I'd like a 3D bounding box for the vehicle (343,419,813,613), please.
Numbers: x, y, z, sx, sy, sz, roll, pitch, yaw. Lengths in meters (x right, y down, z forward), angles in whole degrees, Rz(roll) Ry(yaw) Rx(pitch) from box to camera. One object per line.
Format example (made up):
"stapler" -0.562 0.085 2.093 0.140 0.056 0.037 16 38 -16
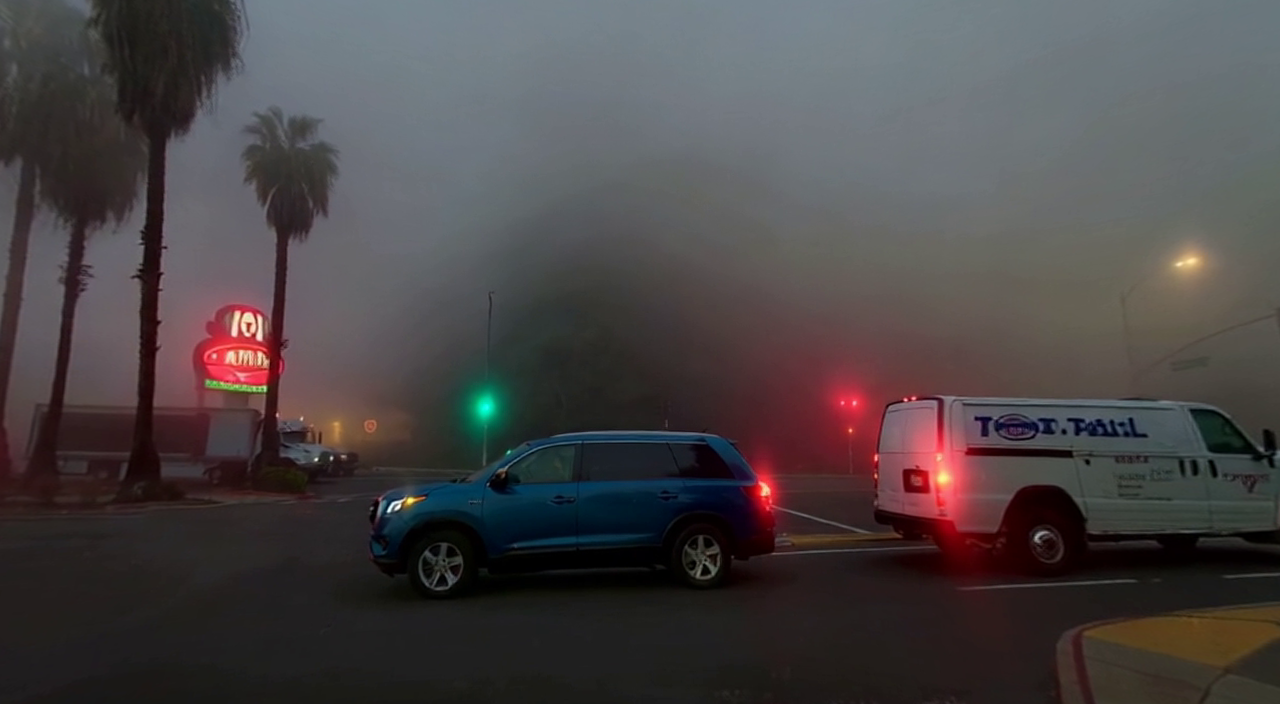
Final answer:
"vehicle" -0.636 1.699 7.217 4.493 1.728 2.137 1 -9 -10

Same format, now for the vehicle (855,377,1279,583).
"vehicle" 6.423 1.612 8.504 6.246 2.202 2.277 1 -9 -9

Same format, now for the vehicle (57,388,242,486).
"vehicle" -22.250 4.003 29.438 3.034 3.929 7.699 1 -9 -7
